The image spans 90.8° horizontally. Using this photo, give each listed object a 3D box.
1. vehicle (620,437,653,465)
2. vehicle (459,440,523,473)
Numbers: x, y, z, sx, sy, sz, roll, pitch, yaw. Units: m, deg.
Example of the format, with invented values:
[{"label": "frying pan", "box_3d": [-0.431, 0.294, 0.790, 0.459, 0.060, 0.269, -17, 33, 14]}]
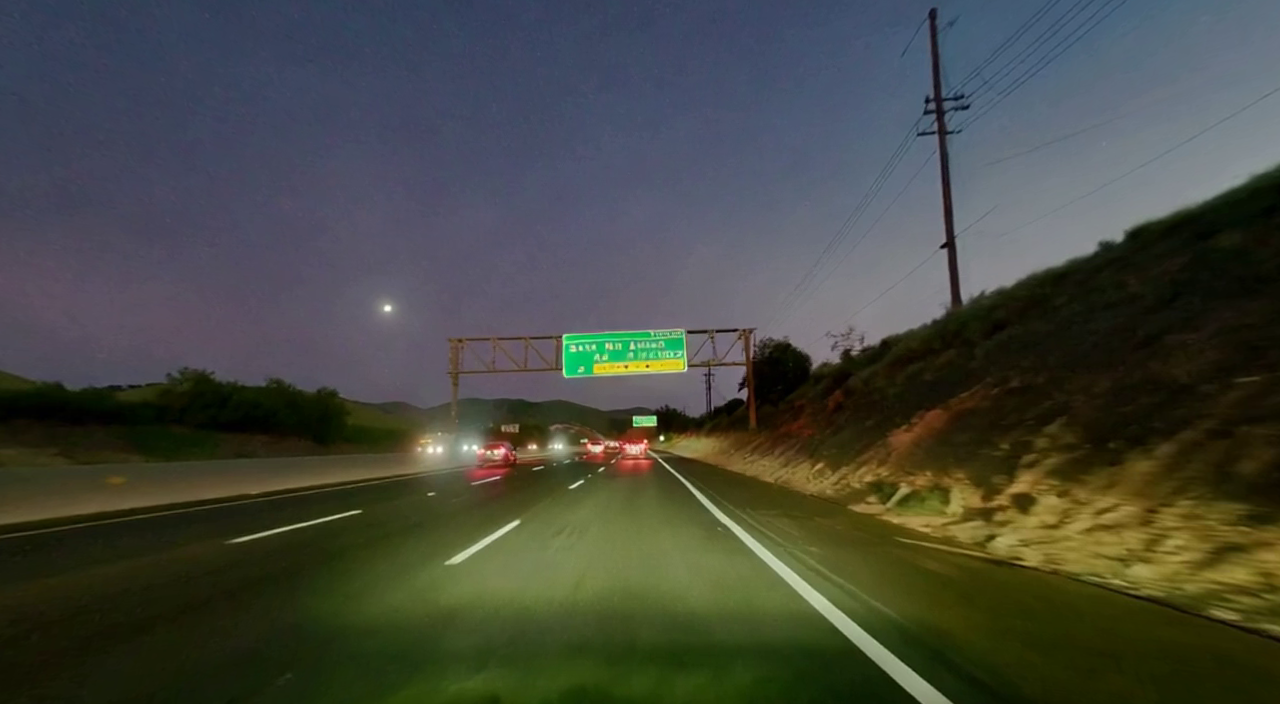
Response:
[{"label": "vehicle", "box_3d": [-0.212, 6.606, 42.277, 2.063, 1.715, 4.299, 0, -8, 0]}, {"label": "vehicle", "box_3d": [-7.346, 5.187, 31.688, 2.077, 1.511, 4.323, 0, -8, 1]}]
